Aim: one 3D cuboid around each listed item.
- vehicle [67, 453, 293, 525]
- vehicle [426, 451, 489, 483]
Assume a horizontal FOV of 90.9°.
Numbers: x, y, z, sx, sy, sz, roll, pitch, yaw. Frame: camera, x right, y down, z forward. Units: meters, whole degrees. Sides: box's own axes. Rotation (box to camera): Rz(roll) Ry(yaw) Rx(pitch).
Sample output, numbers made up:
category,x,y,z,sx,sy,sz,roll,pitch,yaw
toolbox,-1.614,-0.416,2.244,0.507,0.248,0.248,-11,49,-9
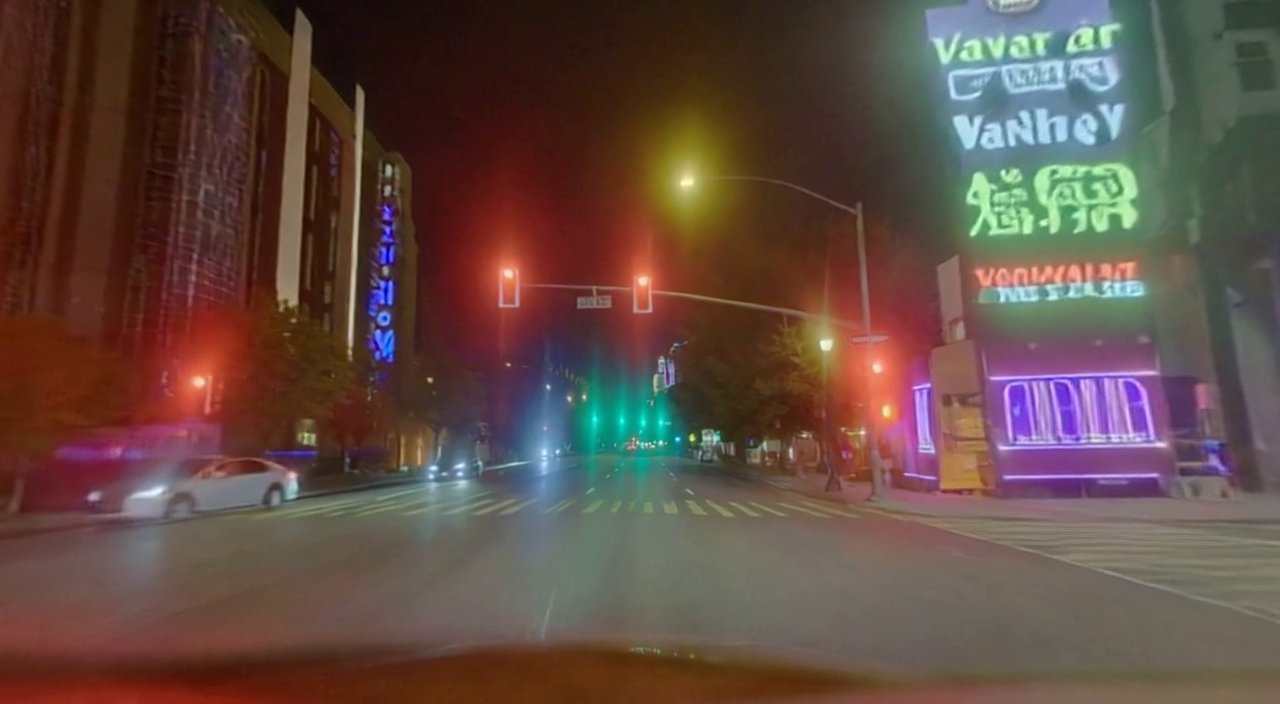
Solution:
category,x,y,z,sx,sy,sz,roll,pitch,yaw
vehicle,-11.760,3.459,16.539,1.919,1.518,4.360,-3,-9,20
vehicle,-9.172,5.770,31.999,1.913,1.457,4.048,0,-8,1
